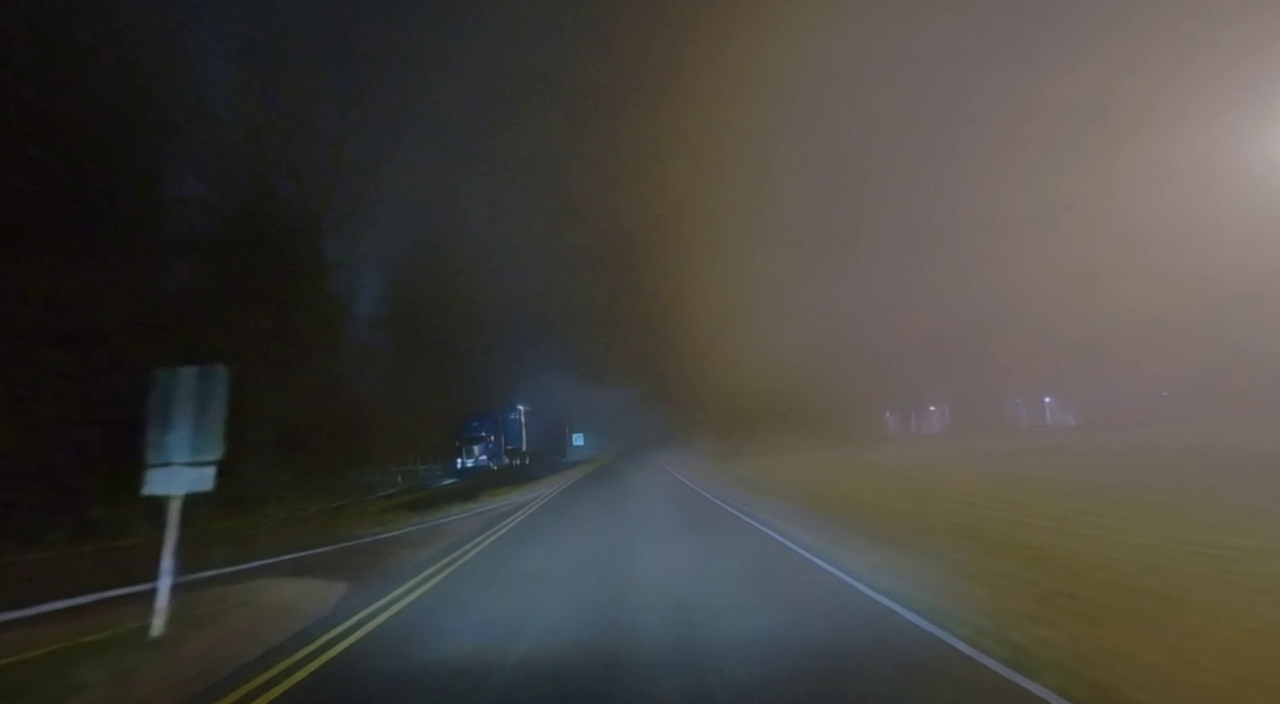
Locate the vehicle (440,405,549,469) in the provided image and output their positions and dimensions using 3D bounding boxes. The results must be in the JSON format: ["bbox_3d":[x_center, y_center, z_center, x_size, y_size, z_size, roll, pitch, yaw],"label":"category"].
[{"bbox_3d":[-9.668,6.053,43.486,5.596,3.130,8.972,-3,-14,-2],"label":"vehicle"}]
